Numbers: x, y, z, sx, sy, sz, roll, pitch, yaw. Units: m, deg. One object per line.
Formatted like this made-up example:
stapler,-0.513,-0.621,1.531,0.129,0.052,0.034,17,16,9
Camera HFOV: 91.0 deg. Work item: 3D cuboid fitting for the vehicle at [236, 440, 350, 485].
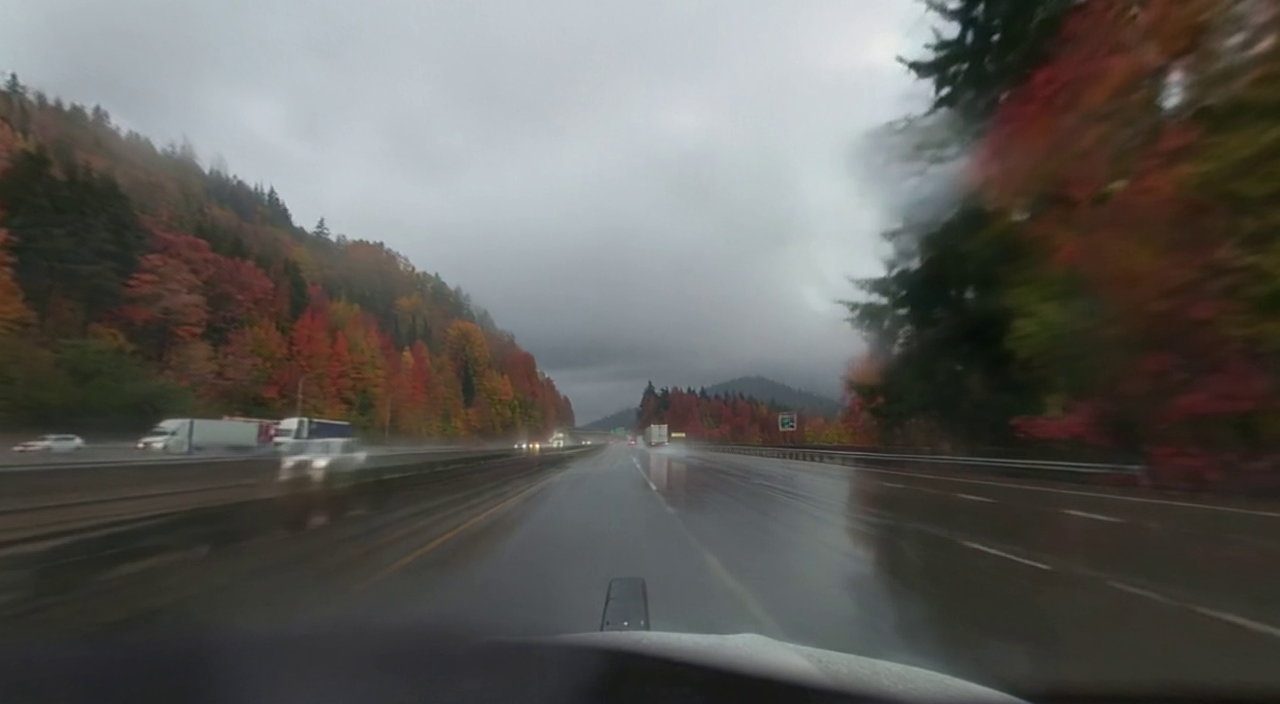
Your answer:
vehicle,-13.640,4.334,25.084,2.033,1.623,4.498,0,-8,-1

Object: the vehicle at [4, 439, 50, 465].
vehicle,-46.982,7.633,48.177,4.792,1.890,2.001,-7,-11,41
